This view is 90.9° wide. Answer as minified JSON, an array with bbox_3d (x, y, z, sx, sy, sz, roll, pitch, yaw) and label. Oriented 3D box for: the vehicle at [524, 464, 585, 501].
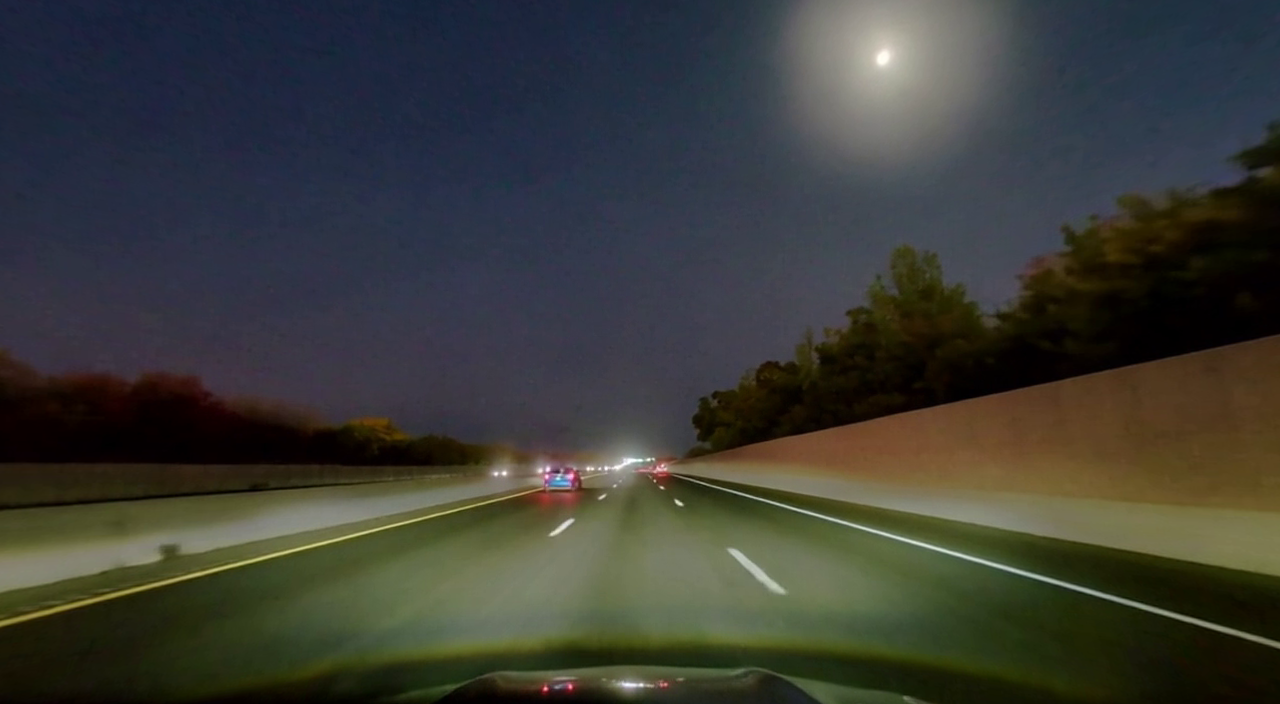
[{"bbox_3d":[-3.735,5.808,28.339,2.045,1.487,4.582,1,-10,1],"label":"vehicle"}]
